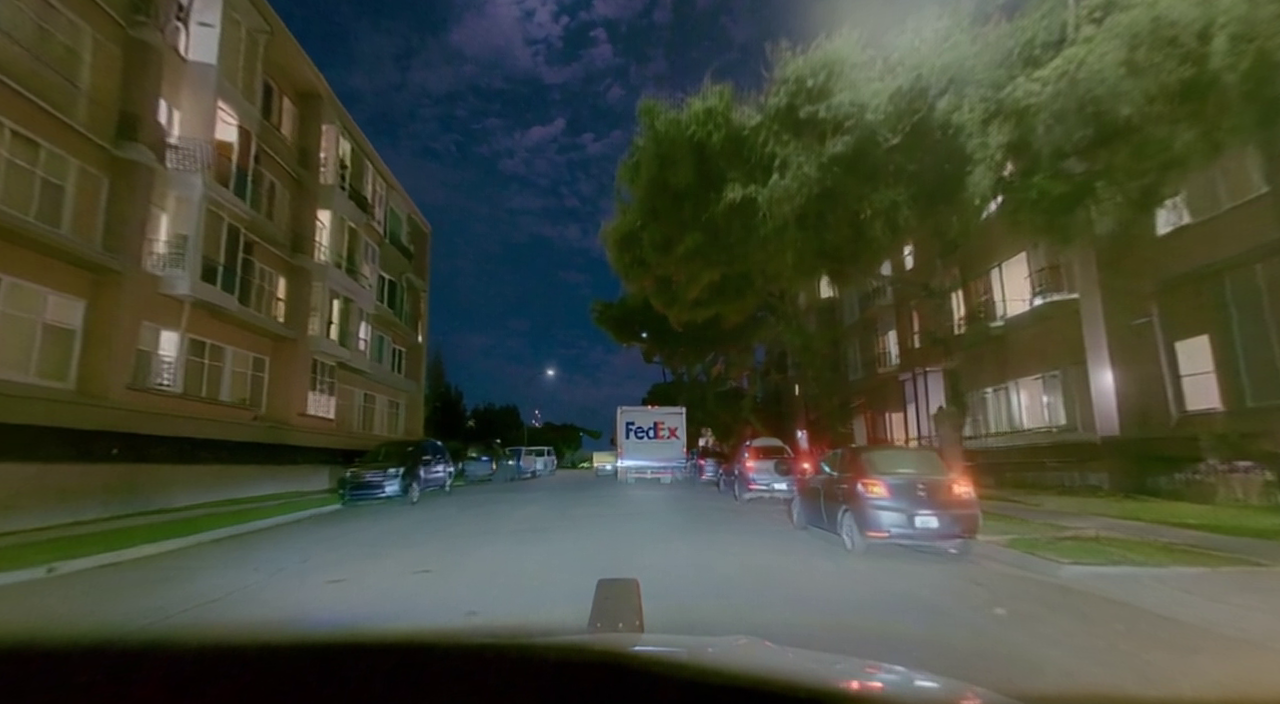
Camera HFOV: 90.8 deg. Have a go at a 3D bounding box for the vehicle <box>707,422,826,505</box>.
[{"bbox_3d":[3.370,3.137,18.237,2.221,1.991,5.564,0,-8,-1],"label":"vehicle"}]

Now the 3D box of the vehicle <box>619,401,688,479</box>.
[{"bbox_3d":[0.453,4.341,30.909,2.930,3.275,8.180,0,-8,-2],"label":"vehicle"}]

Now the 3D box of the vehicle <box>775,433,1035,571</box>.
[{"bbox_3d":[3.399,1.986,9.217,1.877,1.500,4.407,0,-8,0],"label":"vehicle"}]

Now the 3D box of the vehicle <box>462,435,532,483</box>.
[{"bbox_3d":[-6.069,4.597,27.364,2.020,1.867,4.654,0,-8,-1],"label":"vehicle"}]

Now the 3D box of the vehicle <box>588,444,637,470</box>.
[{"bbox_3d":[-1.607,6.378,38.717,1.981,1.500,3.992,-2,-9,13],"label":"vehicle"}]

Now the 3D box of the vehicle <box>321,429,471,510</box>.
[{"bbox_3d":[-5.974,2.921,16.166,2.089,1.757,4.256,0,-8,0],"label":"vehicle"}]
